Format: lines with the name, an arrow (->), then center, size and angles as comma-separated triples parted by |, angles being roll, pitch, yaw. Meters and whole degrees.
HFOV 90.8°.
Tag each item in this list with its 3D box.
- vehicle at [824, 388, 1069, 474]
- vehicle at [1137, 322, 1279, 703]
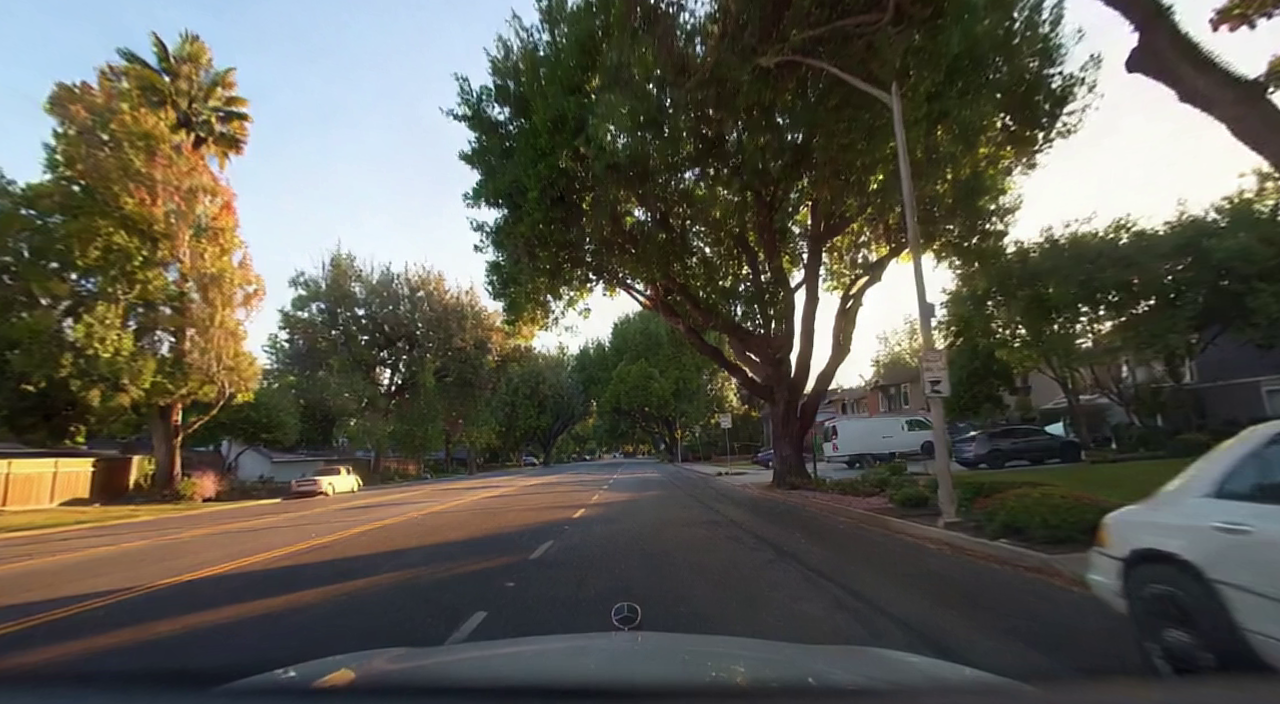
vehicle -> 17.475, 4.617, 36.700 | 12.151, 4.157, 3.709 | -1, -15, -6
vehicle -> 3.612, 0.503, 0.303 | 2.270, 1.820, 5.277 | 0, -8, -3
